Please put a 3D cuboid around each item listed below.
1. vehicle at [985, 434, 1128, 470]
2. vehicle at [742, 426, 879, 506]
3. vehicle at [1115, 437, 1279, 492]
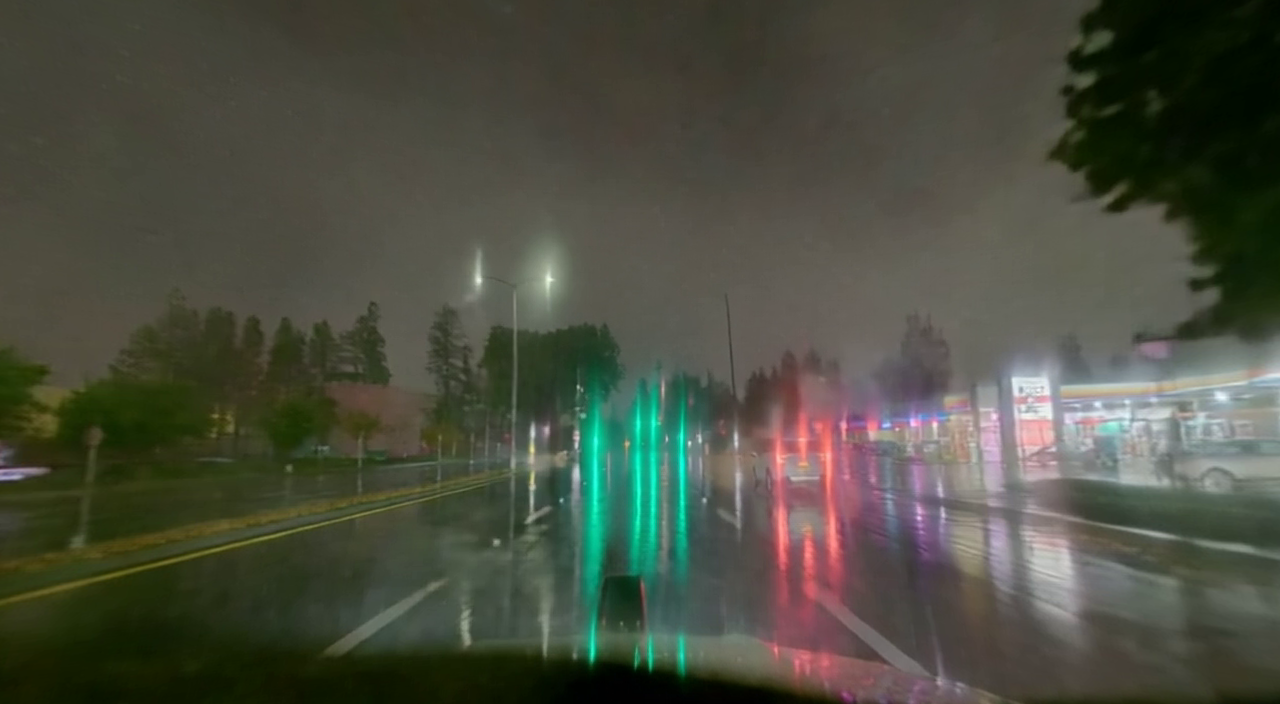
[{"bbox_3d":[23.287,5.610,35.551,6.404,1.894,2.275,0,-8,0],"label":"vehicle"},{"bbox_3d":[4.449,3.079,17.530,2.245,1.864,5.076,0,-9,-2],"label":"vehicle"},{"bbox_3d":[15.871,3.155,17.896,3.383,1.393,1.730,1,-8,3],"label":"vehicle"}]
